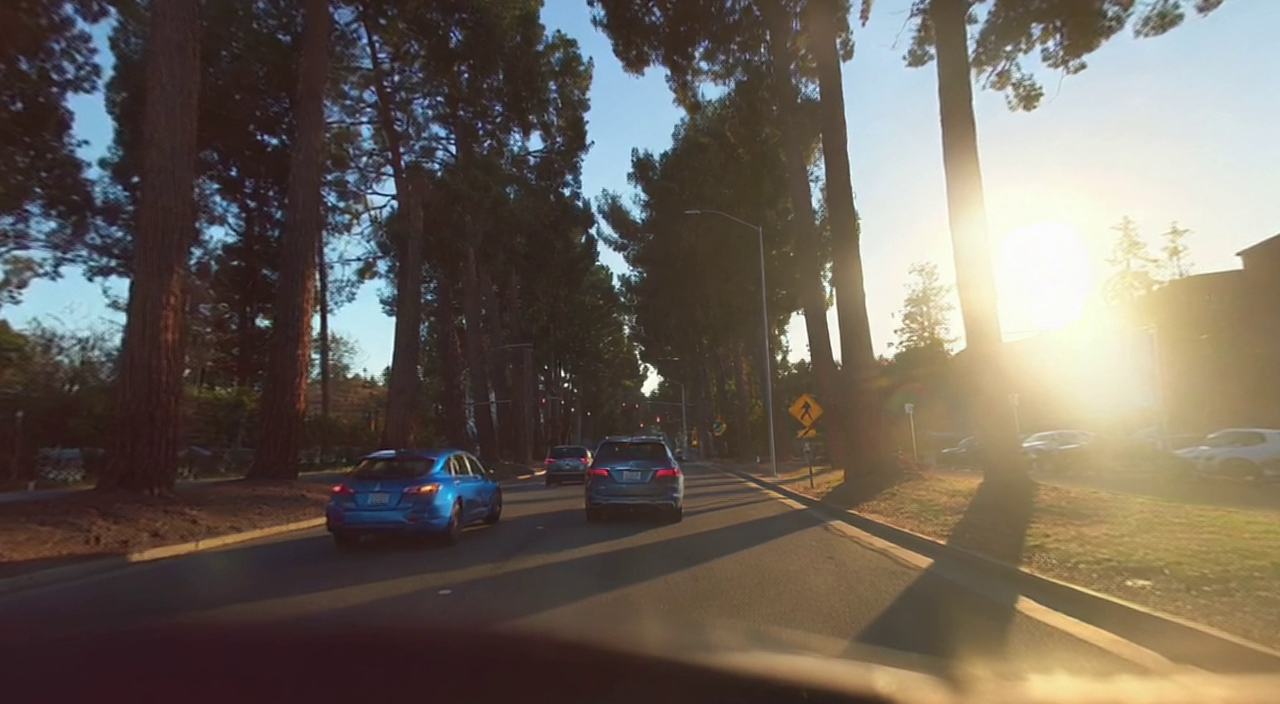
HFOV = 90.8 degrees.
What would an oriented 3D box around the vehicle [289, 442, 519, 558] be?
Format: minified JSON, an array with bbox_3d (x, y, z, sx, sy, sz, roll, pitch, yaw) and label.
[{"bbox_3d":[-3.446,2.219,10.327,1.922,1.464,4.424,0,-8,2],"label":"vehicle"}]

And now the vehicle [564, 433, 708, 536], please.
[{"bbox_3d":[-0.047,2.351,11.818,2.229,1.591,3.897,0,-8,1],"label":"vehicle"}]

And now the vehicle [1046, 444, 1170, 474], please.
[{"bbox_3d":[28.098,6.384,38.007,5.955,1.702,2.166,1,-8,-6],"label":"vehicle"}]
